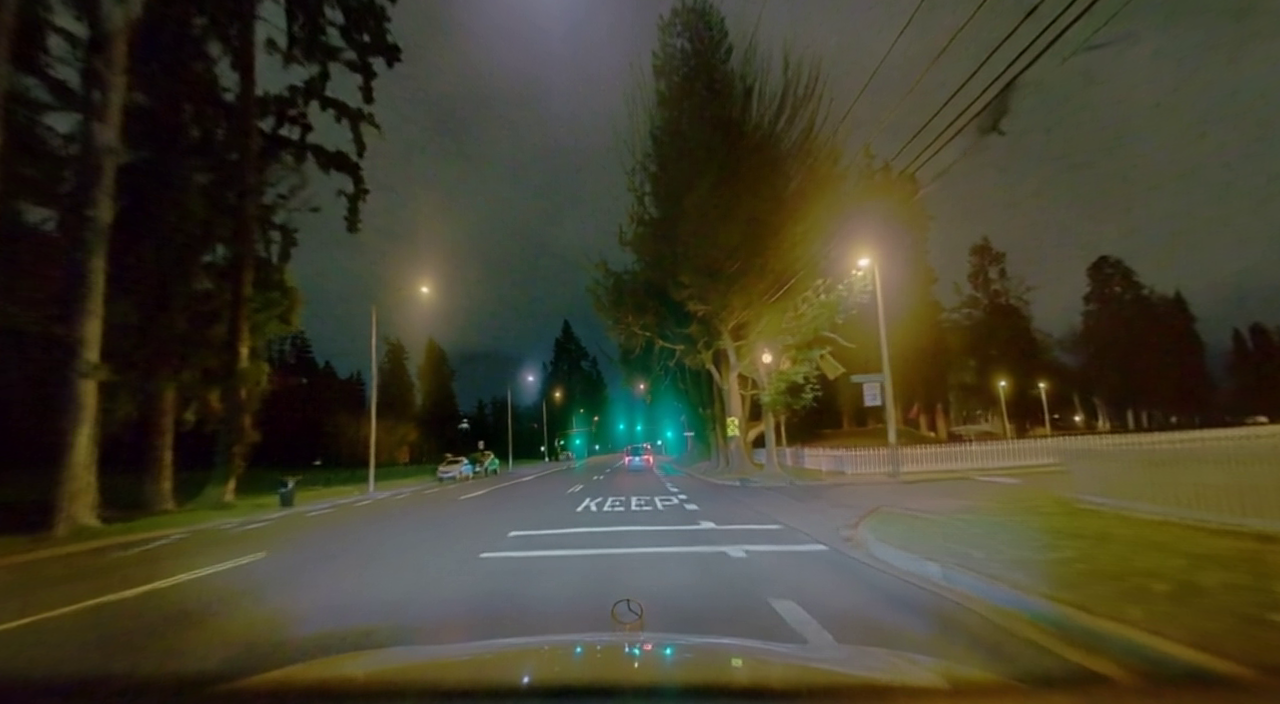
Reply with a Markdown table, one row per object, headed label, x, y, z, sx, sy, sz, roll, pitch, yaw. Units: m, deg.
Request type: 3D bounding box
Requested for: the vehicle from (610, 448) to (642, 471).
| label | x | y | z | sx | sy | sz | roll | pitch | yaw |
| --- | --- | --- | --- | --- | --- | --- | --- | --- | --- |
| vehicle | -0.983 | 7.391 | 43.539 | 2.104 | 1.500 | 3.815 | 0 | -9 | -2 |
